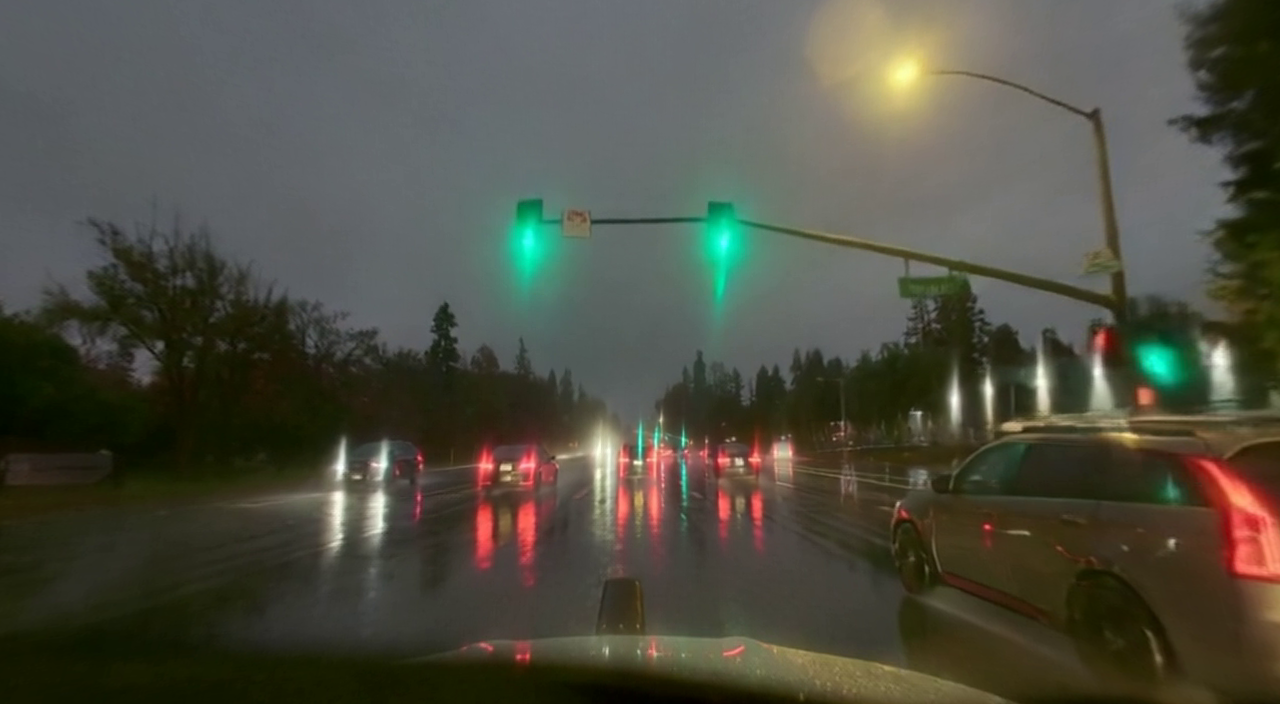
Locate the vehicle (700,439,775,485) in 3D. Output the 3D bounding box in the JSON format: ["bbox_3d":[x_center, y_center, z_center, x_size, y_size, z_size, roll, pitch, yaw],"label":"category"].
[{"bbox_3d":[3.542,4.066,23.688,2.068,1.541,4.041,0,-8,-1],"label":"vehicle"}]

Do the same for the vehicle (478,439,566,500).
[{"bbox_3d":[-3.400,3.428,18.960,1.823,1.602,4.061,0,-8,0],"label":"vehicle"}]

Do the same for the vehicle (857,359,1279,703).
[{"bbox_3d":[3.395,1.146,4.427,2.069,1.644,4.714,0,-8,0],"label":"vehicle"}]

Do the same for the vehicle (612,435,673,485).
[{"bbox_3d":[0.064,4.128,24.475,2.150,1.725,4.096,0,-8,0],"label":"vehicle"}]

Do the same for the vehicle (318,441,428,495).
[{"bbox_3d":[-9.475,4.089,22.865,2.045,1.730,4.375,0,-8,0],"label":"vehicle"}]
